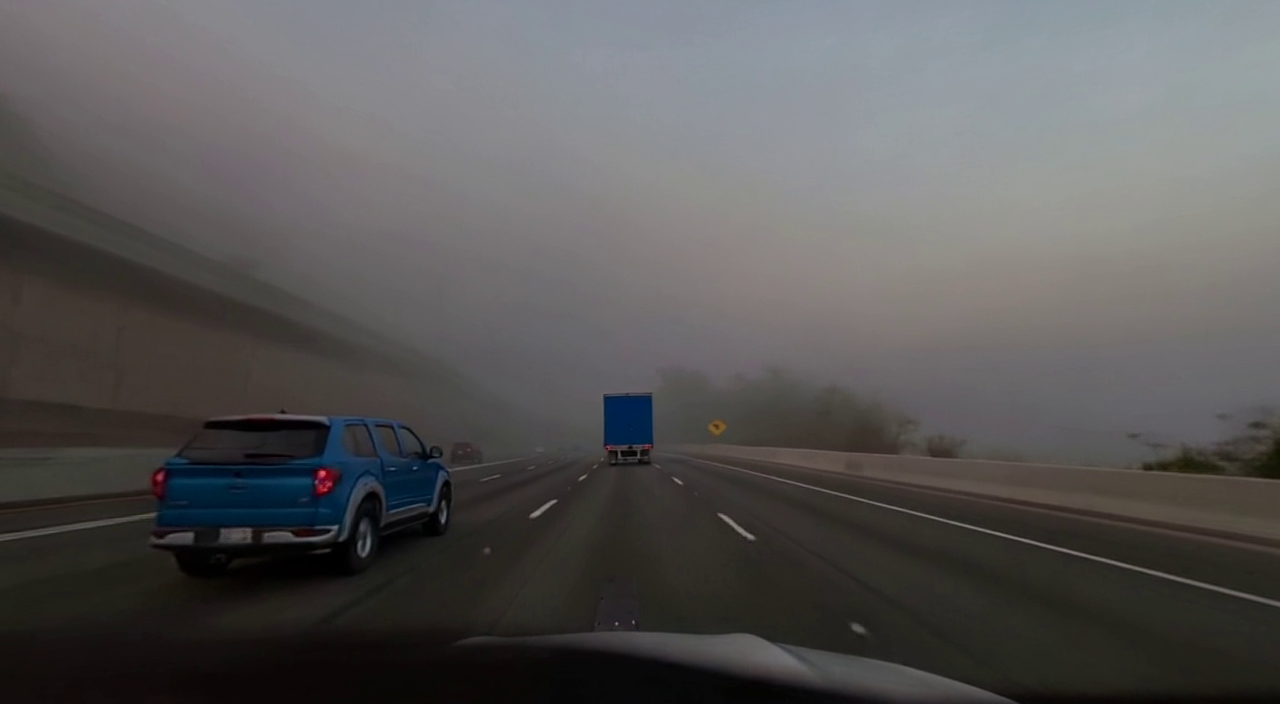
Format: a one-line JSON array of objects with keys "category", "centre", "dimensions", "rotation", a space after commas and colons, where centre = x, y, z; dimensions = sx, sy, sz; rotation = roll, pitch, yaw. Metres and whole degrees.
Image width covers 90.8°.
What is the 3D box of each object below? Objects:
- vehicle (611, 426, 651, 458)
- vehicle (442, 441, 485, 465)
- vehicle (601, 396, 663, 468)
[{"category": "vehicle", "centre": [-0.554, 5.022, 35.133], "dimensions": [2.052, 1.666, 4.358], "rotation": [1, -9, -3]}, {"category": "vehicle", "centre": [-12.460, 7.123, 44.790], "dimensions": [1.919, 1.625, 4.183], "rotation": [0, -9, -2]}, {"category": "vehicle", "centre": [-0.711, 5.011, 38.364], "dimensions": [3.233, 3.678, 11.032], "rotation": [0, -9, -3]}]
